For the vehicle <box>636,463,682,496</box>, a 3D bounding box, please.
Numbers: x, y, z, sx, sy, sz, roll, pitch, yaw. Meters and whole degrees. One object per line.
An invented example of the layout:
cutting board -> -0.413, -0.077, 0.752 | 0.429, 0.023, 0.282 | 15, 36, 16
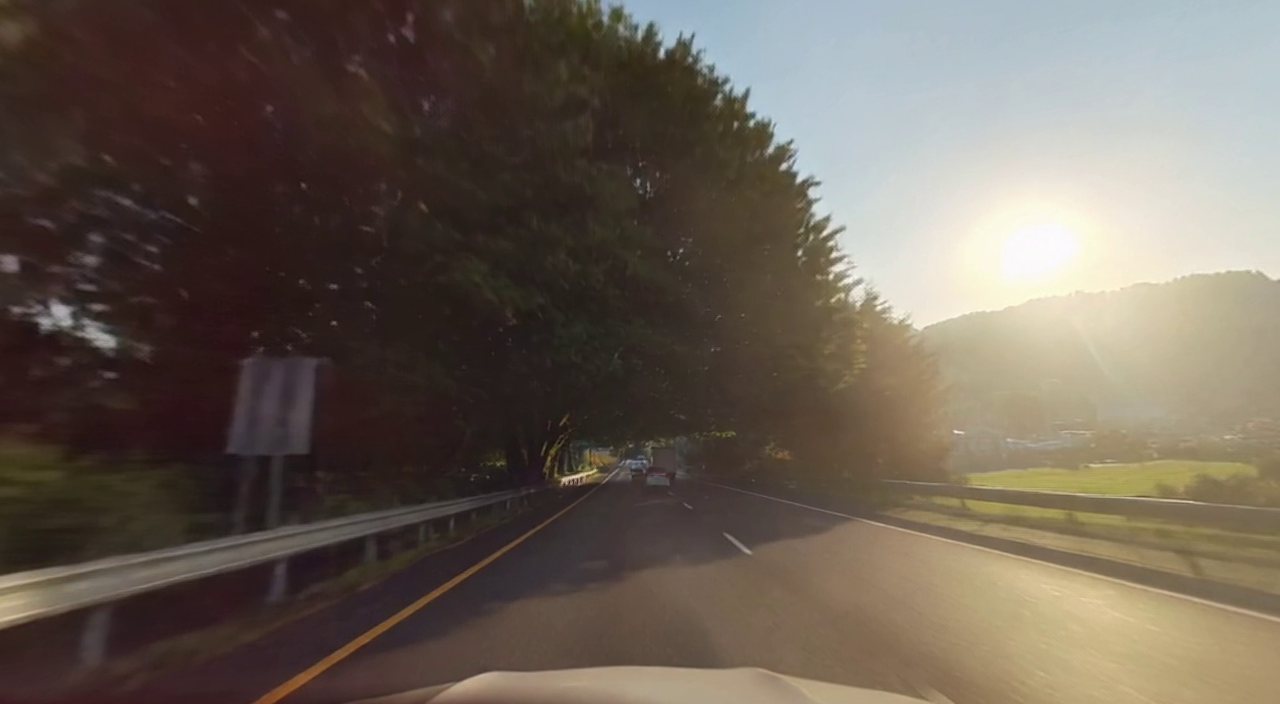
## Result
vehicle -> 0.858, 6.163, 30.589 | 1.976, 1.467, 3.783 | 1, -11, -2
